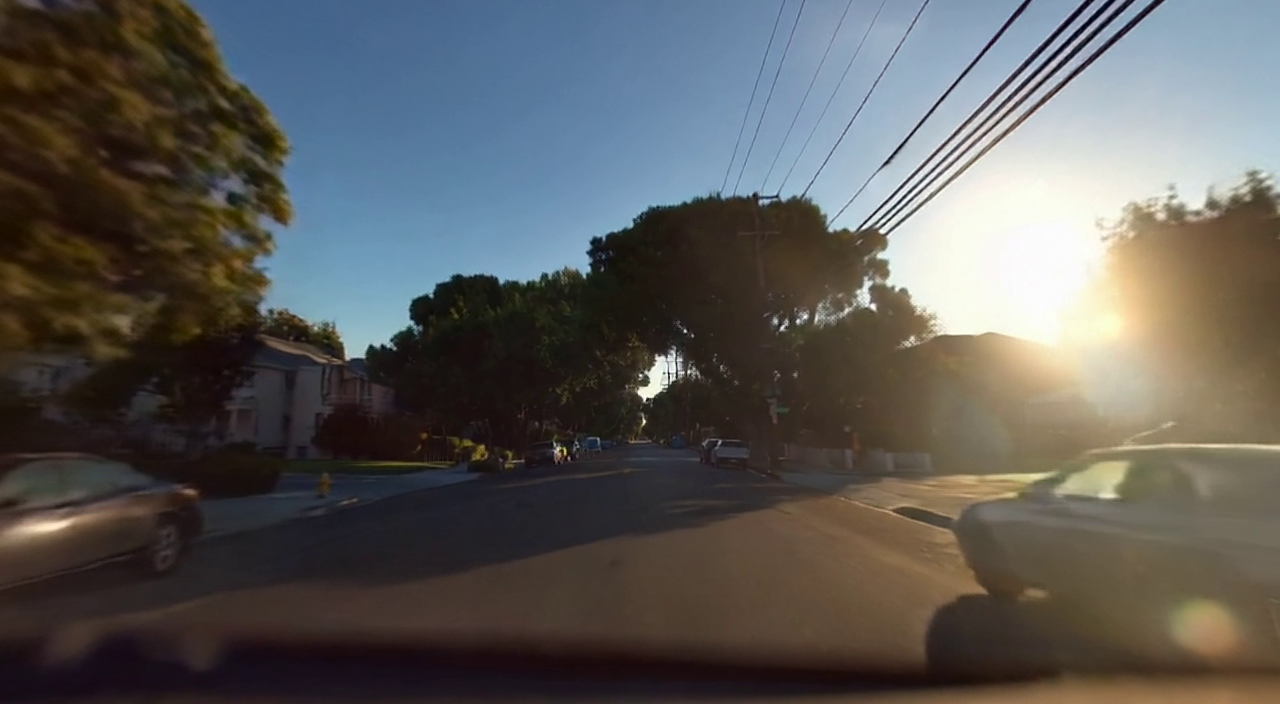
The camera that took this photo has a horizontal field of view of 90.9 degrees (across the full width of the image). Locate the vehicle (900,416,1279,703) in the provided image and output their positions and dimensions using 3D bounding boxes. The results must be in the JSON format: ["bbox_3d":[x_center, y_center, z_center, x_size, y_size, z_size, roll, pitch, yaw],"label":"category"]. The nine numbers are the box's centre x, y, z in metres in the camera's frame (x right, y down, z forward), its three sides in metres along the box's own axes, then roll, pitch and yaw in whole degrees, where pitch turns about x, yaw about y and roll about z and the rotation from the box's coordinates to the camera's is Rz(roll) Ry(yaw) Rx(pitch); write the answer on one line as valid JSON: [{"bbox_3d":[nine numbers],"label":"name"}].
[{"bbox_3d":[3.842,1.236,4.164,2.037,1.484,4.871,0,-8,-2],"label":"vehicle"}]

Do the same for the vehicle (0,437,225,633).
[{"bbox_3d":[-5.909,1.477,5.263,1.896,1.473,4.492,1,-7,-1],"label":"vehicle"}]

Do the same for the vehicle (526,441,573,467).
[{"bbox_3d":[-5.634,6.429,39.910,2.231,1.492,4.727,0,-8,1],"label":"vehicle"}]

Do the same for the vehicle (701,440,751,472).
[{"bbox_3d":[4.169,5.095,31.121,1.851,1.438,4.177,0,-8,0],"label":"vehicle"}]
